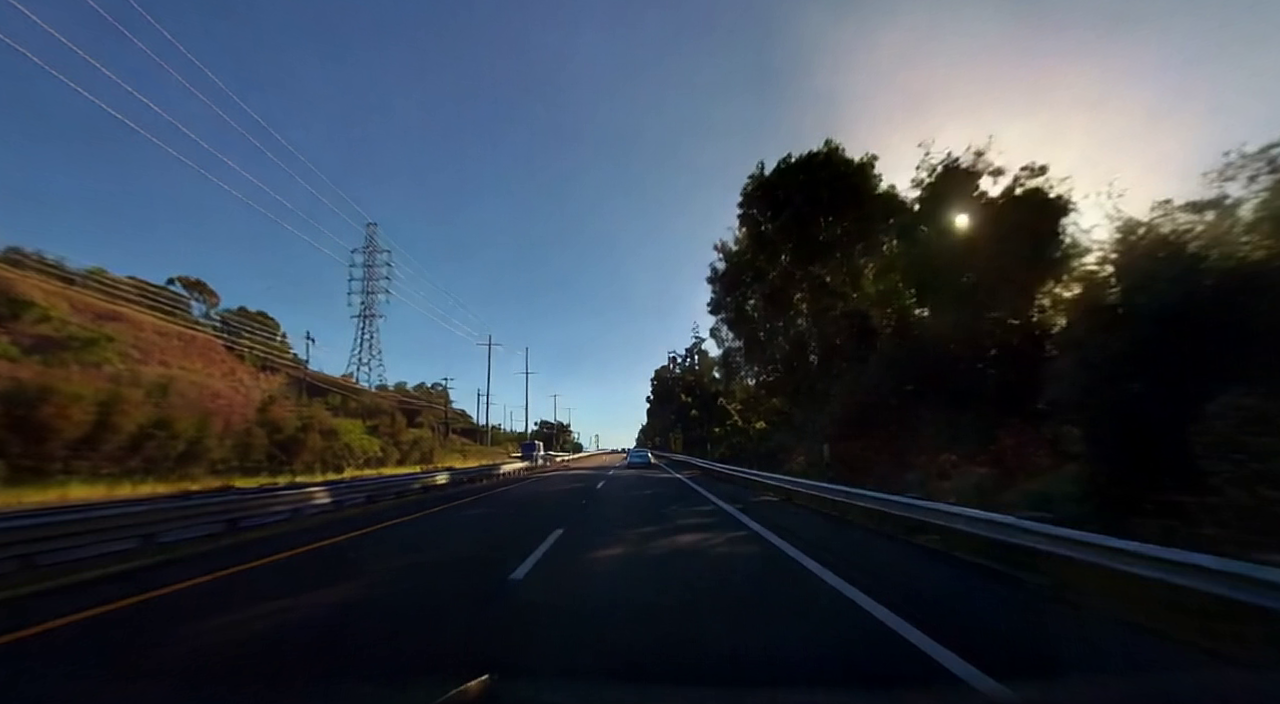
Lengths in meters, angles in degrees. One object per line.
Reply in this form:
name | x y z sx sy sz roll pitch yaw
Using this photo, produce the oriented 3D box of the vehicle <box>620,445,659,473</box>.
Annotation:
vehicle | -0.068 6.111 36.009 2.080 1.486 3.813 0 -9 -1
